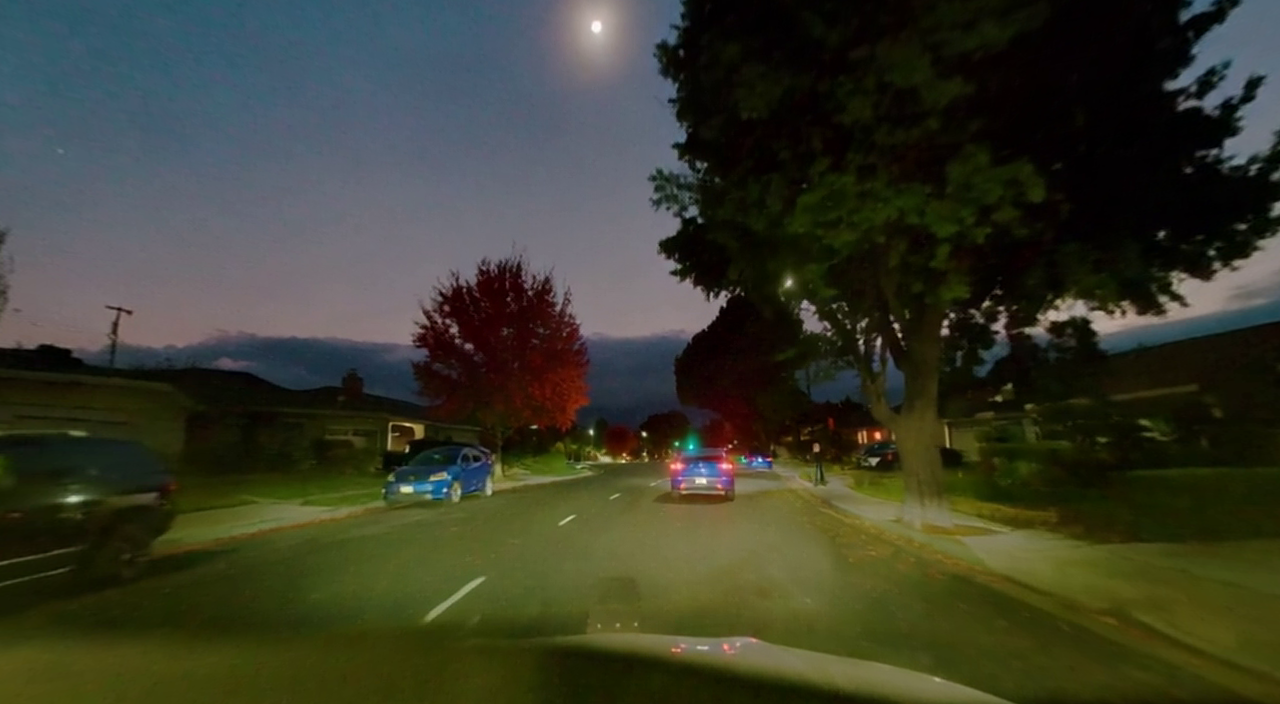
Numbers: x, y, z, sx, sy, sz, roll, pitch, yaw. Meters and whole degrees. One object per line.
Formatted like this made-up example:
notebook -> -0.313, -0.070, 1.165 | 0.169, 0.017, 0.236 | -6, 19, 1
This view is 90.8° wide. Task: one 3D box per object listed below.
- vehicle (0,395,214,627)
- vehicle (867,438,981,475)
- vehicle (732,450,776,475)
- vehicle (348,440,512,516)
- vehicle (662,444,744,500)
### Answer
vehicle -> -6.303, 1.372, 5.316 | 2.235, 1.851, 4.662 | -3, -9, -1
vehicle -> 13.845, 5.096, 30.989 | 4.524, 1.587, 2.064 | -2, -7, 0
vehicle -> 7.304, 7.130, 40.984 | 2.089, 1.462, 4.529 | 0, -8, 1
vehicle -> -5.577, 3.388, 17.712 | 2.641, 1.747, 4.738 | -2, -8, 5
vehicle -> 1.881, 3.563, 19.238 | 2.192, 1.474, 4.192 | -1, -8, 5
